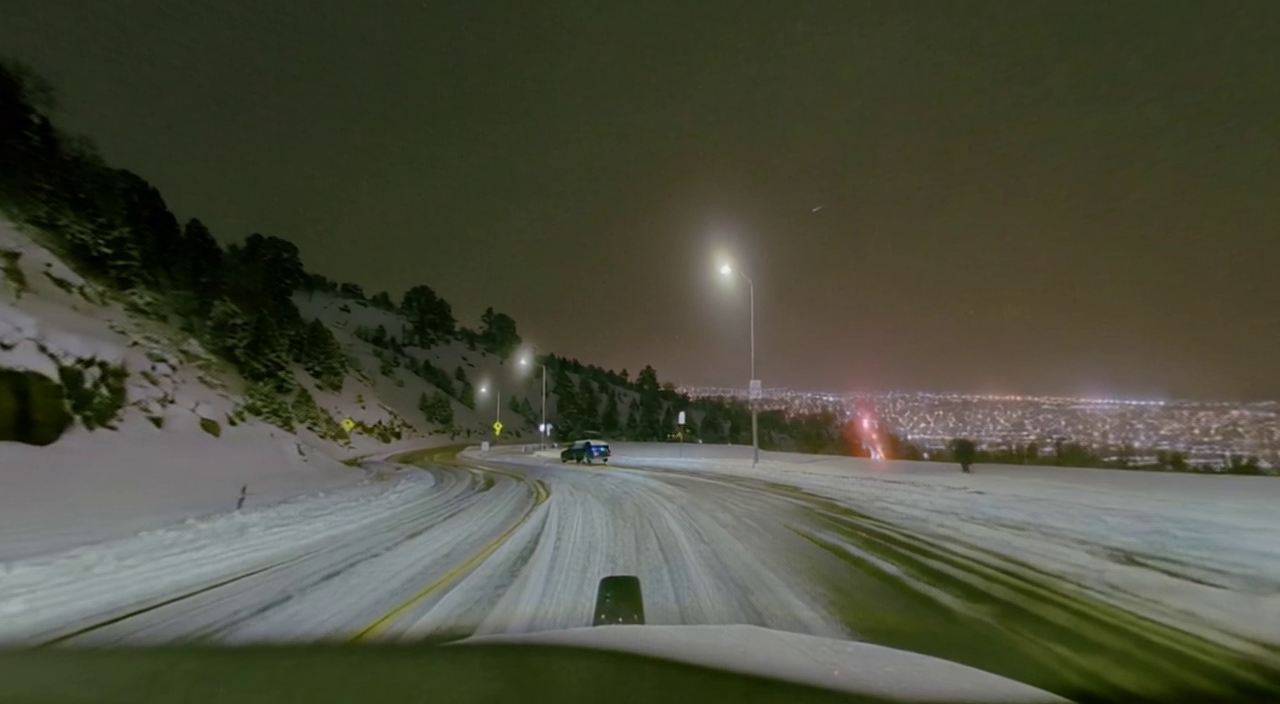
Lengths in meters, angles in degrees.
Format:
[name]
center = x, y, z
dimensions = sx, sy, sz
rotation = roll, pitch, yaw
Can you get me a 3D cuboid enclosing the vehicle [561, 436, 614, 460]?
[vehicle]
center = -3.849, 7.136, 47.144
dimensions = 2.064, 1.667, 4.453
rotation = -4, -9, 23
